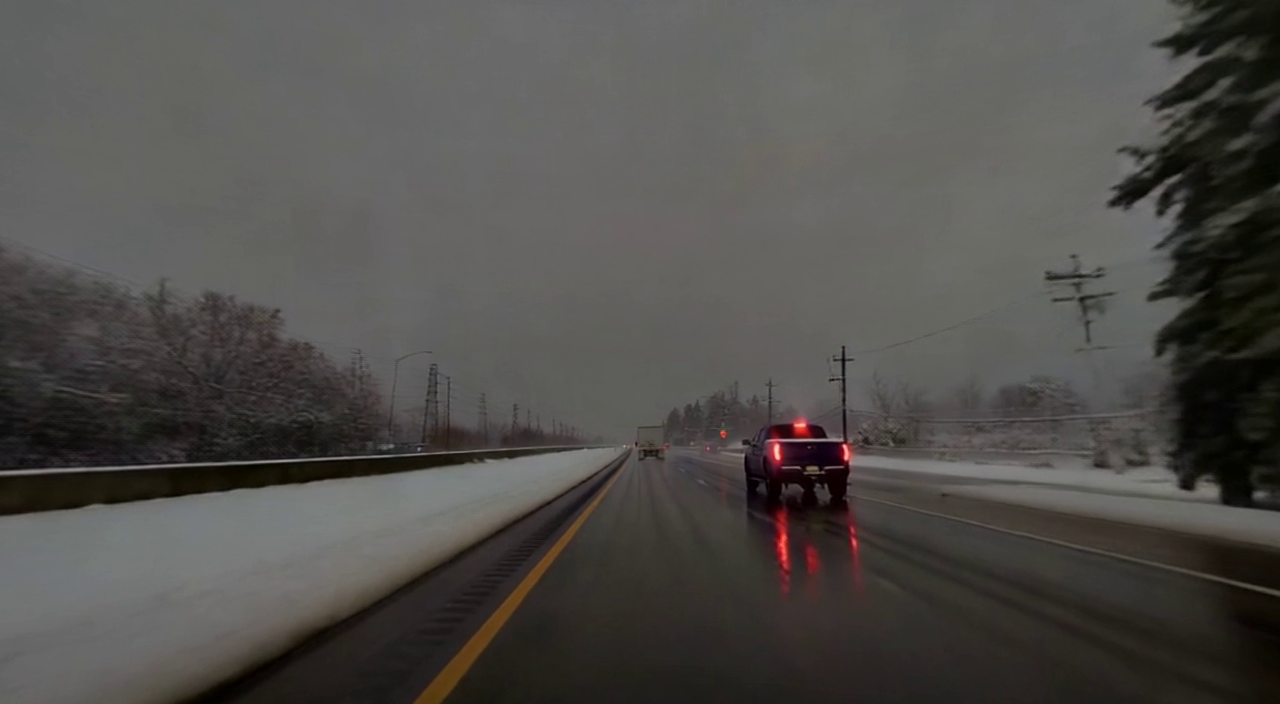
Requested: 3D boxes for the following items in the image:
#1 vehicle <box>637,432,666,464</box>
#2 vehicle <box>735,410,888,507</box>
[{"bbox_3d":[0.864,7.380,48.342,2.099,2.260,4.899,0,-9,0],"label":"vehicle"},{"bbox_3d":[4.272,2.833,17.064,2.594,2.155,5.670,0,-9,1],"label":"vehicle"}]
